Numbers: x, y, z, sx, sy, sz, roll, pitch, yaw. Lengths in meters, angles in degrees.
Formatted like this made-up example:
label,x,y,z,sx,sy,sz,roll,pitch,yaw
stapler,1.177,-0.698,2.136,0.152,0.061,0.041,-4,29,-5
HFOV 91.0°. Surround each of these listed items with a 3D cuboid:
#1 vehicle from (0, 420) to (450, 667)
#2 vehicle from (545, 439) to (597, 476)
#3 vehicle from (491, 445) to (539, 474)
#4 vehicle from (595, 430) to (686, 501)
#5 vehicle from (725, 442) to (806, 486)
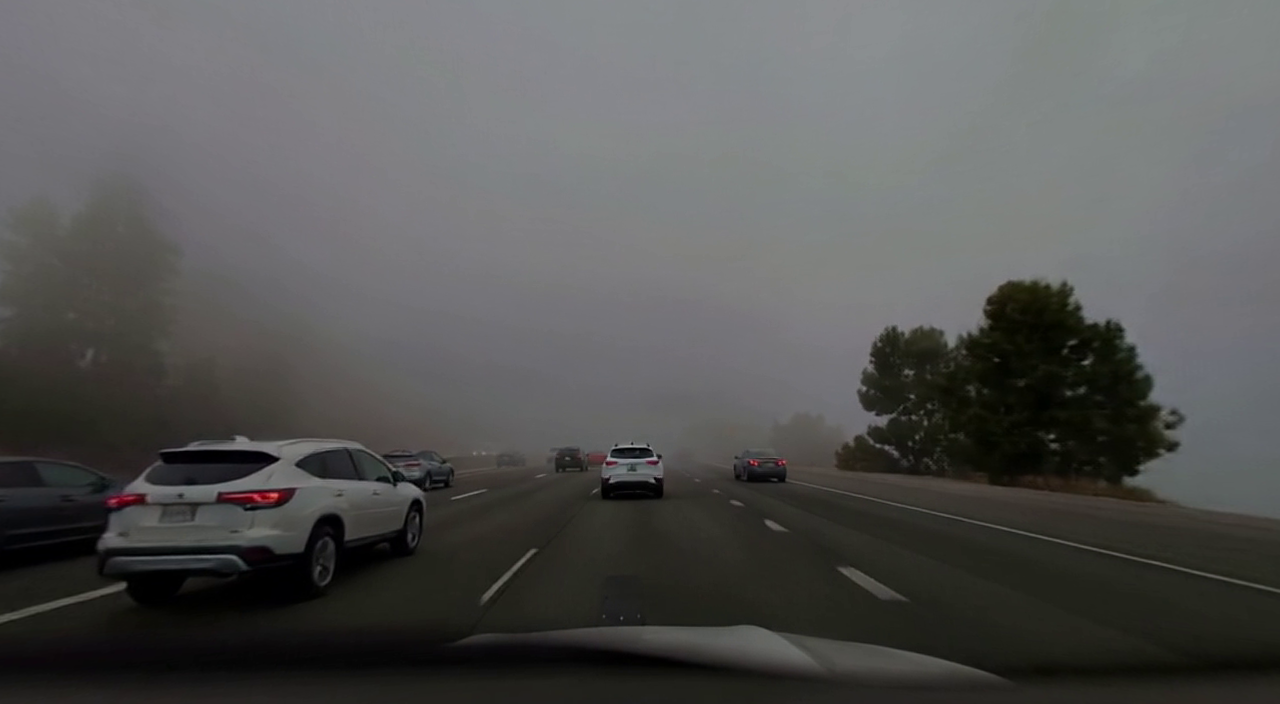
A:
label,x,y,z,sx,sy,sz,roll,pitch,yaw
vehicle,-3.571,1.502,6.113,2.011,1.498,4.341,0,-8,1
vehicle,-3.549,5.516,33.165,2.142,1.808,4.266,0,-8,1
vehicle,-7.326,6.320,37.194,1.931,1.617,4.060,0,-8,1
vehicle,0.025,3.085,17.476,2.223,1.722,4.177,0,-8,0
vehicle,4.620,4.195,23.934,2.006,1.474,4.669,0,-8,-1
